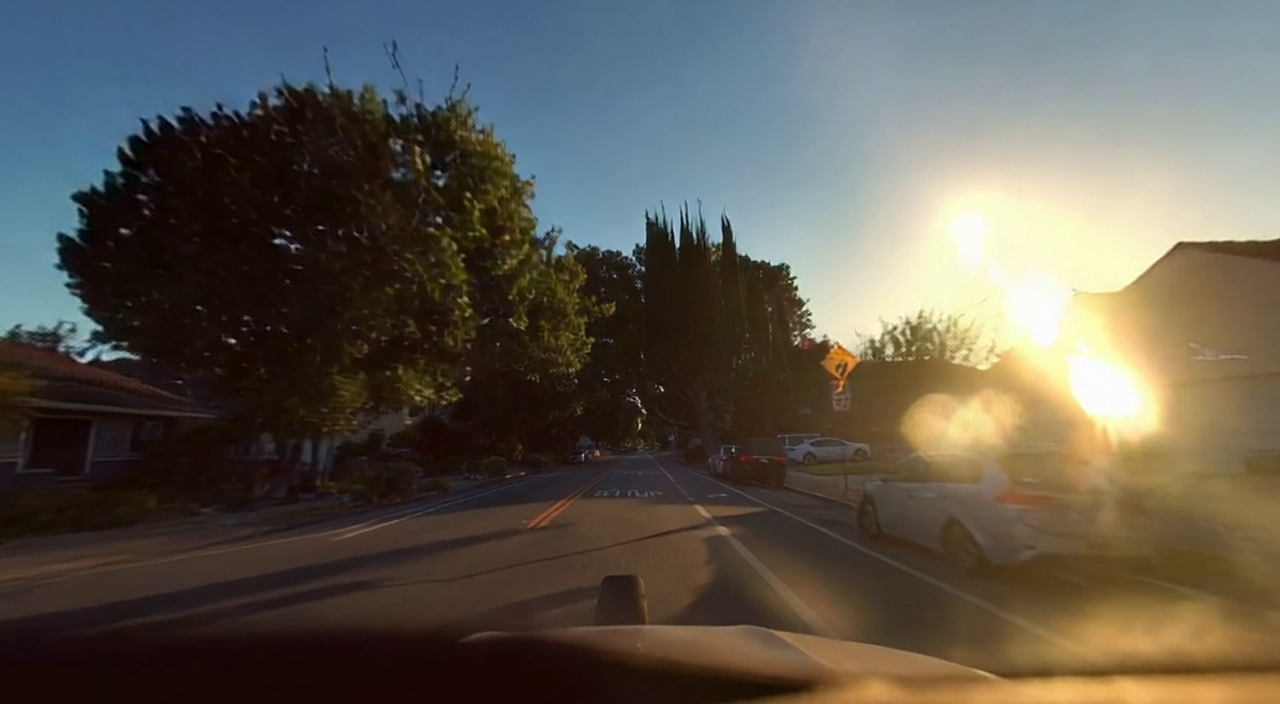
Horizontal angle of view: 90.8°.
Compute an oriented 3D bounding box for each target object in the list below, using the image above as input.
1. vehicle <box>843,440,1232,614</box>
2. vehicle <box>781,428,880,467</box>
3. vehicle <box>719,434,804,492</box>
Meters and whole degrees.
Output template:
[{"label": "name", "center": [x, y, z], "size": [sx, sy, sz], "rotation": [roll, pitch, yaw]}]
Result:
[{"label": "vehicle", "center": [4.073, 1.811, 7.522], "size": [1.940, 1.470, 4.101], "rotation": [0, -9, 0]}, {"label": "vehicle", "center": [11.237, 5.694, 37.530], "size": [5.001, 1.812, 2.177], "rotation": [-5, -9, -2]}, {"label": "vehicle", "center": [4.143, 3.885, 22.476], "size": [2.032, 1.792, 4.849], "rotation": [0, -9, 0]}]
